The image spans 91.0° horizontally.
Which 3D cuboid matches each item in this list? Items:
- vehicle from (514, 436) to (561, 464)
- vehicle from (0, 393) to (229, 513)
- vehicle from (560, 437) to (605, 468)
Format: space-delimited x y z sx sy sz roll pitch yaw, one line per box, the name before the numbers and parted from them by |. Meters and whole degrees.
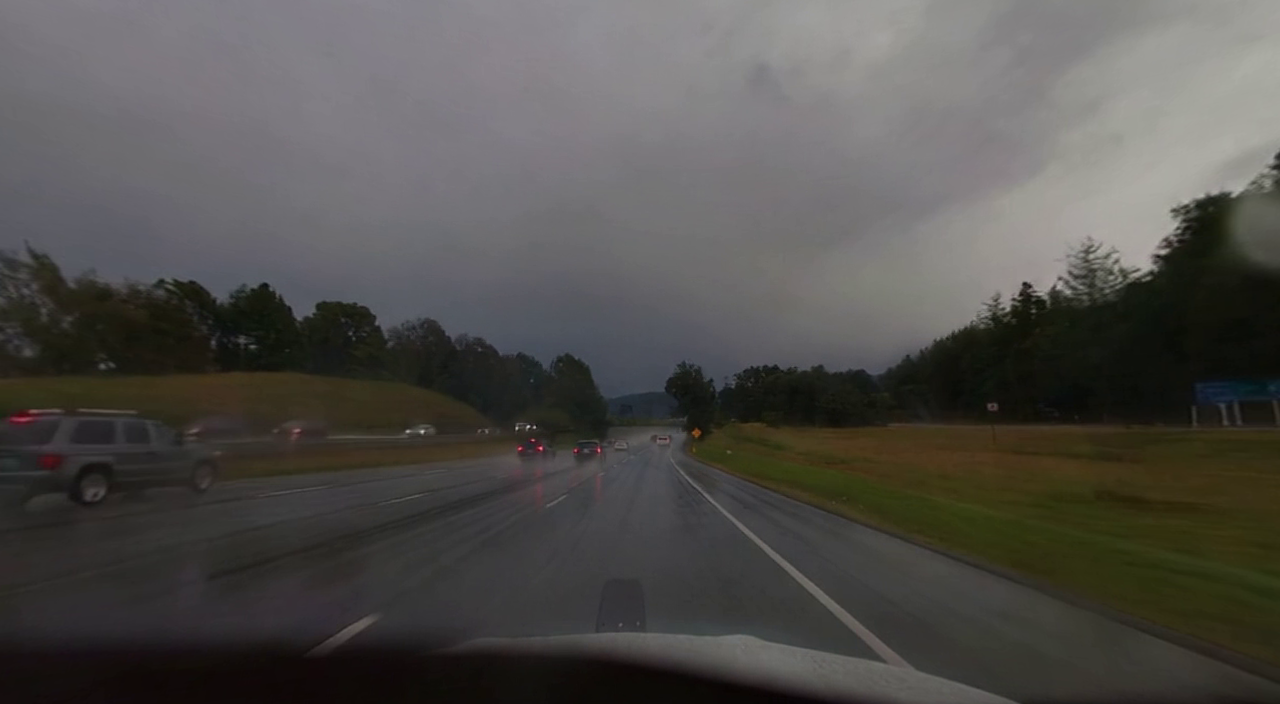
vehicle | -6.763 6.524 41.958 2.108 1.686 4.556 0 -9 3
vehicle | -11.718 2.095 13.240 2.264 1.980 5.574 0 -9 1
vehicle | -3.325 5.954 37.346 2.035 1.673 4.469 0 -9 3
